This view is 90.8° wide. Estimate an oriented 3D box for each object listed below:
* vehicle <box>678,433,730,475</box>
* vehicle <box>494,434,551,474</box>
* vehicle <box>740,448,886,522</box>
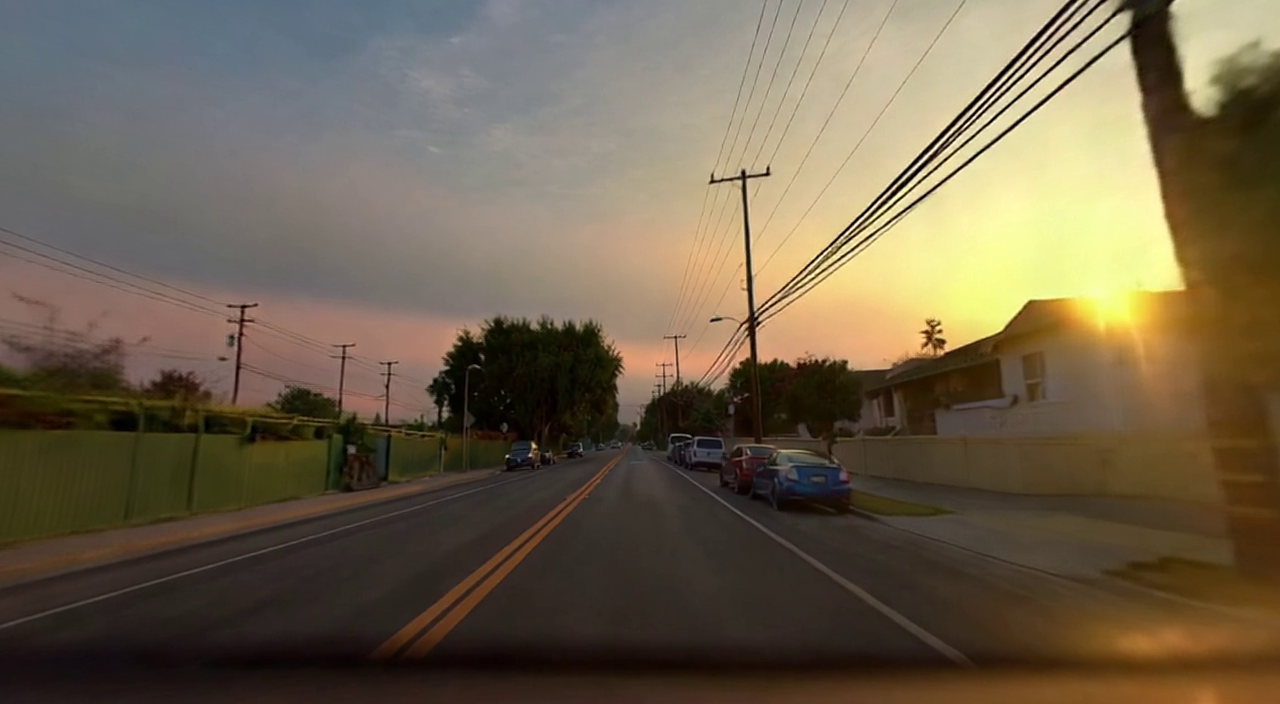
[{"bbox_3d":[3.215,5.264,32.848,2.053,2.005,5.495,0,-8,-1],"label":"vehicle"},{"bbox_3d":[-6.764,5.922,36.976,2.268,2.154,5.321,0,-8,0],"label":"vehicle"},{"bbox_3d":[3.547,2.786,13.850,1.984,1.342,4.066,0,-8,-1],"label":"vehicle"}]
